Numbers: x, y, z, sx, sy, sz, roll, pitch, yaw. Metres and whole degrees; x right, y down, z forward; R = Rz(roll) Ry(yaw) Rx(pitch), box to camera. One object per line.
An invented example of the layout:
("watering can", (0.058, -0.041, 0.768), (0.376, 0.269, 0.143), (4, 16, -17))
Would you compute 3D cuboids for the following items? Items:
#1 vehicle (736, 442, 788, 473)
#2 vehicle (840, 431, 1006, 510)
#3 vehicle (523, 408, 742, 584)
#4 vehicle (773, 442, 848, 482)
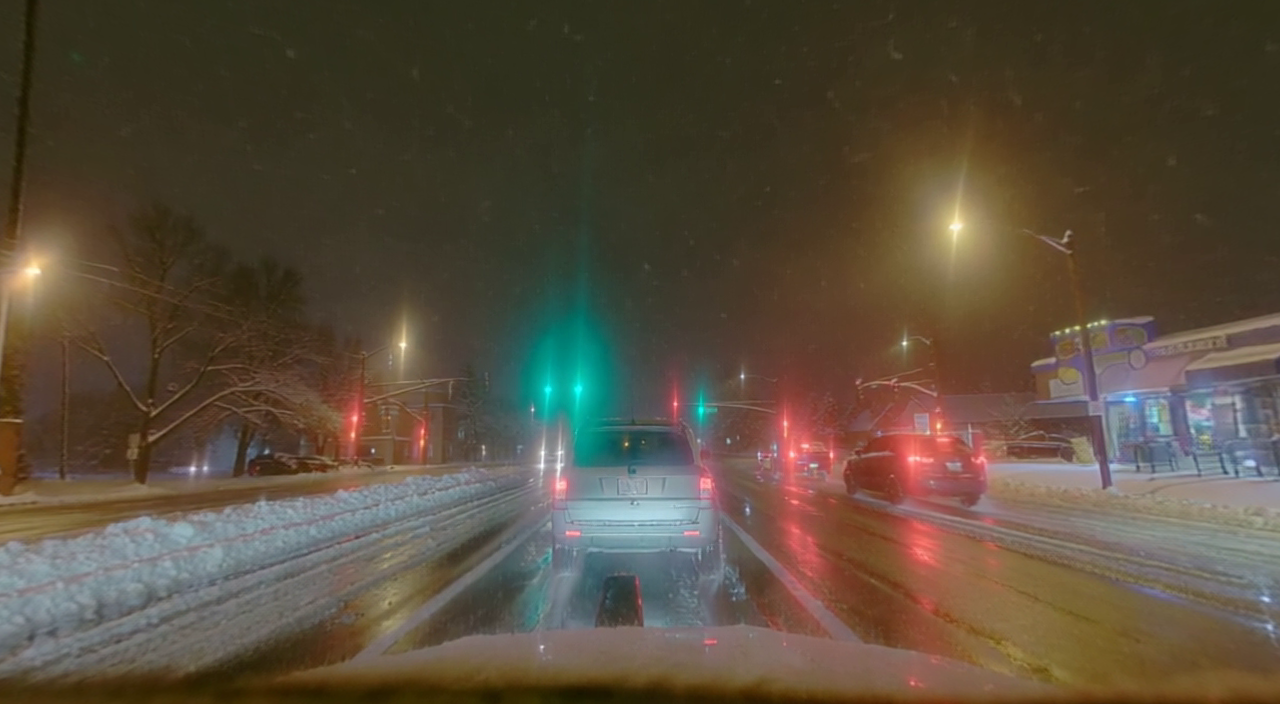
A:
("vehicle", (6.289, 5.480, 32.823), (1.961, 1.477, 4.454), (0, -8, 2))
("vehicle", (6.776, 2.875, 15.753), (2.072, 1.652, 4.611), (0, -8, 1))
("vehicle", (-0.057, 1.691, 8.130), (2.115, 1.700, 3.901), (0, -8, 0))
("vehicle", (6.842, 4.440, 25.673), (1.833, 1.452, 4.237), (0, -9, 0))
